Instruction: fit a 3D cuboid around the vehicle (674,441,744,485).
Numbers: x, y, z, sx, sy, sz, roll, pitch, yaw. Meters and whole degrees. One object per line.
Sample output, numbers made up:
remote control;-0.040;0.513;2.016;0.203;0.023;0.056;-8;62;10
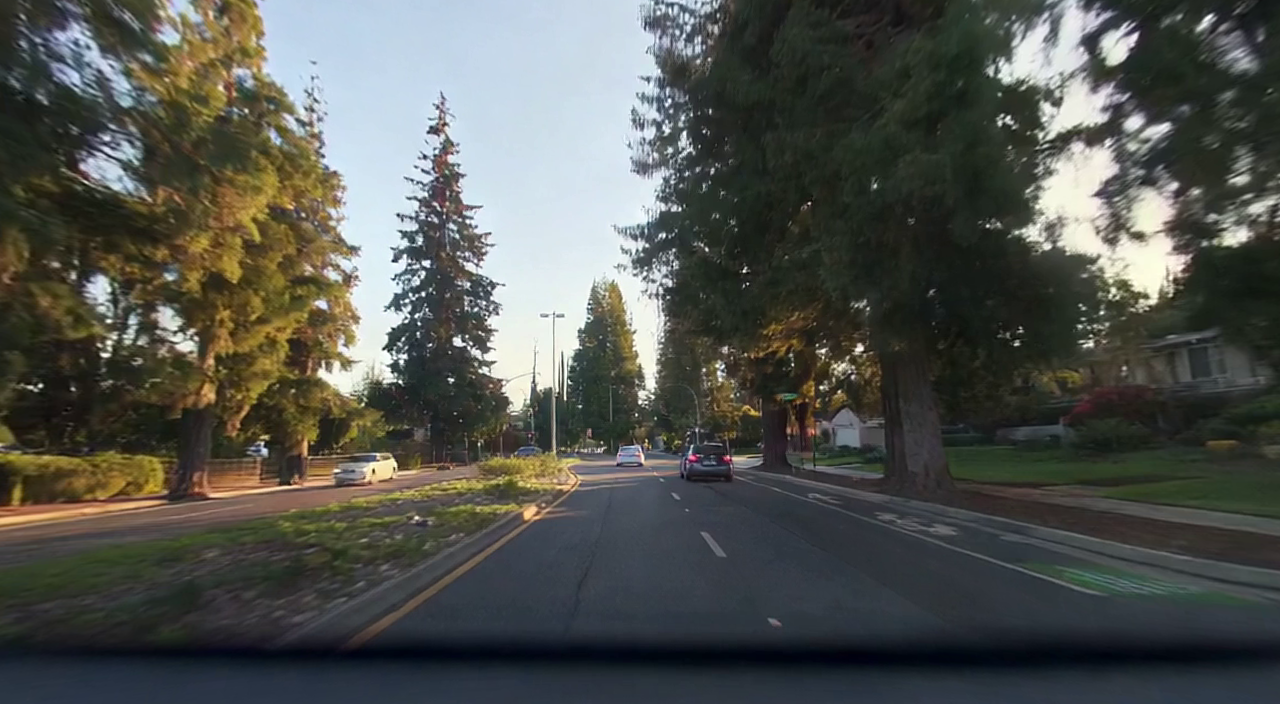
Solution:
vehicle;2.496;4.141;24.018;2.057;1.496;4.401;0;-8;-1

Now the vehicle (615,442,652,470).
vehicle;-0.391;6.101;37.240;2.018;1.511;3.993;0;-8;-1

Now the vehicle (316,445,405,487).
vehicle;-12.466;5.080;28.569;1.993;1.708;4.623;0;-8;-1
